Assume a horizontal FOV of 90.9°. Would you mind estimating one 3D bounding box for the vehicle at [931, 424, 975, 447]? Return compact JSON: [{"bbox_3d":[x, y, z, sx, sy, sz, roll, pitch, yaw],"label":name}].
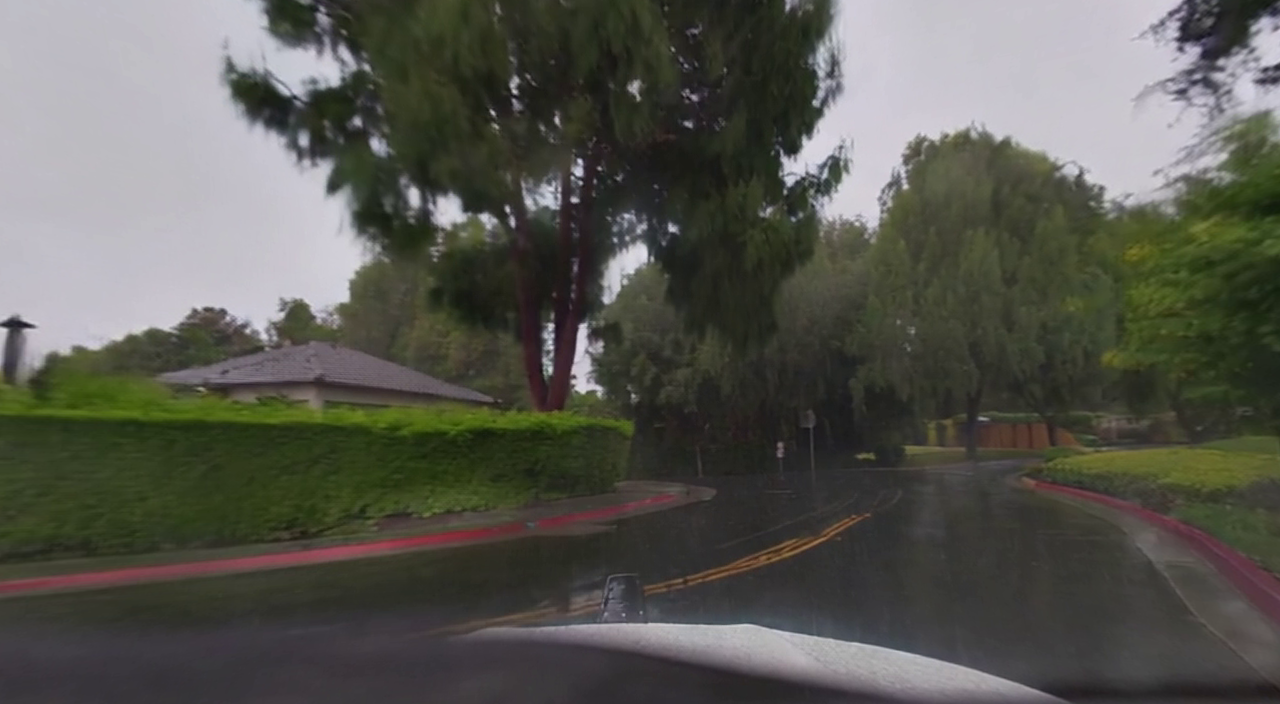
[{"bbox_3d":[22.437,6.041,45.348,1.802,1.548,3.501,0,-9,9],"label":"vehicle"}]
